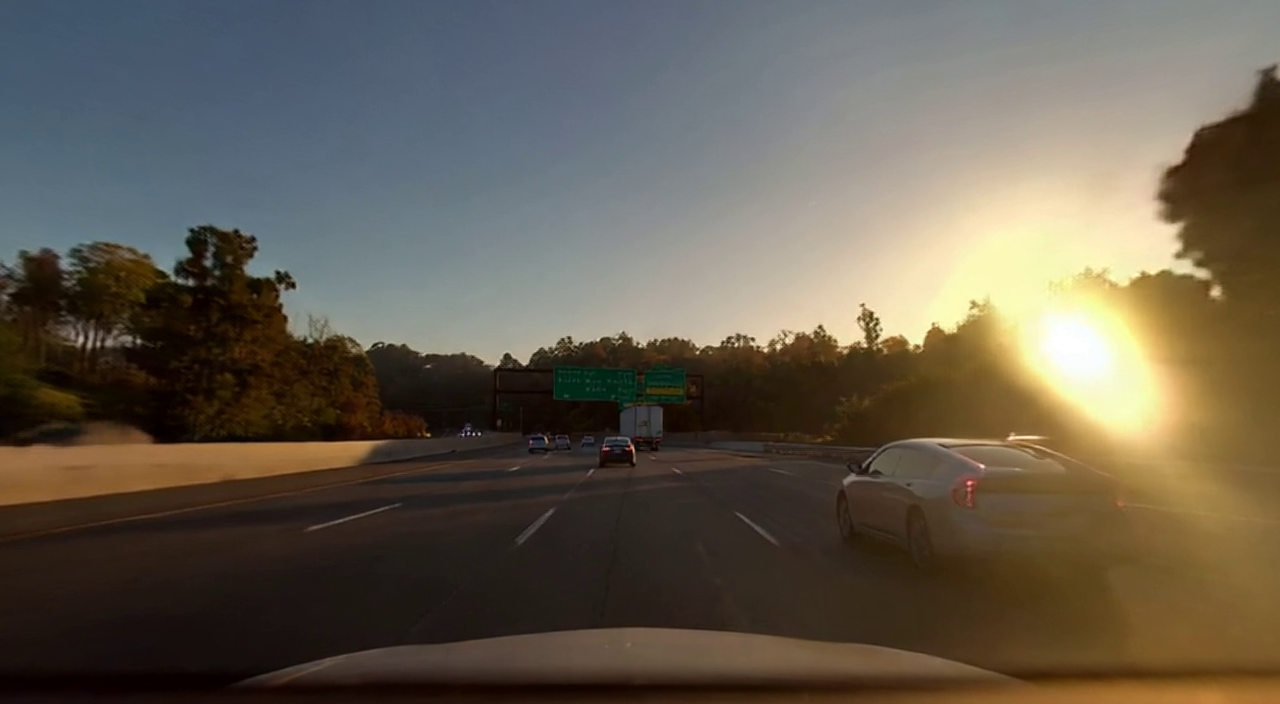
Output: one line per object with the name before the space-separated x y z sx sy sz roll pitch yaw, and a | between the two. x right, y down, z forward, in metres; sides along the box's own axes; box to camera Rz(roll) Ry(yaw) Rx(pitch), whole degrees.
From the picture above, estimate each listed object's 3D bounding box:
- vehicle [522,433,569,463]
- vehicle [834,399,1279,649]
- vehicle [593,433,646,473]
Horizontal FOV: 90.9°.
vehicle | -5.107 5.271 34.675 2.072 1.512 4.043 0 -9 -2
vehicle | 3.517 1.347 5.972 1.971 1.472 4.301 0 -9 0
vehicle | -0.837 4.135 26.020 2.020 1.516 3.951 0 -9 -2
